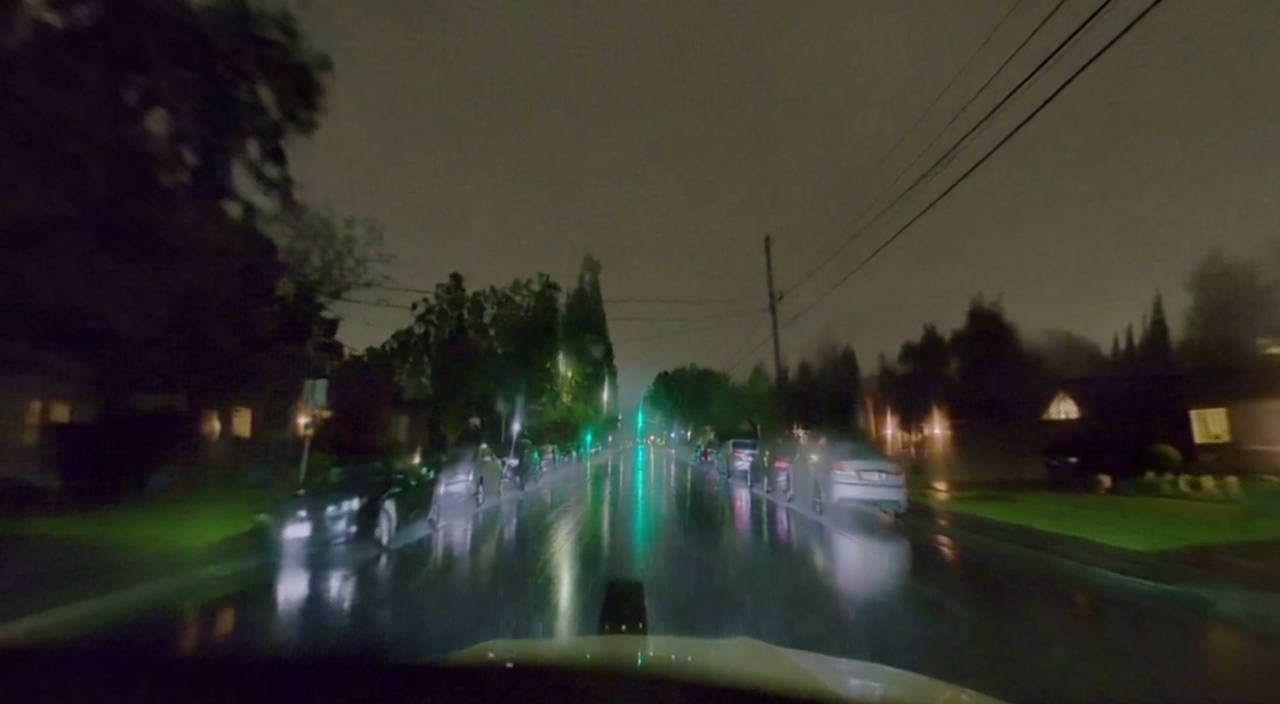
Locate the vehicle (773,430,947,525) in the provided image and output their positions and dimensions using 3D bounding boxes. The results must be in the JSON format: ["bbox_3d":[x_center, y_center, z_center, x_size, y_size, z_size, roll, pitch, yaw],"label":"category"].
[{"bbox_3d":[4.074,2.380,12.531,1.862,1.525,4.421,0,-8,0],"label":"vehicle"}]

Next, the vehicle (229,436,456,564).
[{"bbox_3d":[-4.547,2.242,10.423,1.870,1.562,4.212,-3,-8,-2],"label":"vehicle"}]

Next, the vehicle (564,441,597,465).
[{"bbox_3d":[-4.341,7.414,46.369,2.013,1.645,4.318,0,-8,0],"label":"vehicle"}]

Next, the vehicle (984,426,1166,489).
[{"bbox_3d":[11.185,2.747,16.575,1.968,1.446,3.961,0,-8,0],"label":"vehicle"}]
